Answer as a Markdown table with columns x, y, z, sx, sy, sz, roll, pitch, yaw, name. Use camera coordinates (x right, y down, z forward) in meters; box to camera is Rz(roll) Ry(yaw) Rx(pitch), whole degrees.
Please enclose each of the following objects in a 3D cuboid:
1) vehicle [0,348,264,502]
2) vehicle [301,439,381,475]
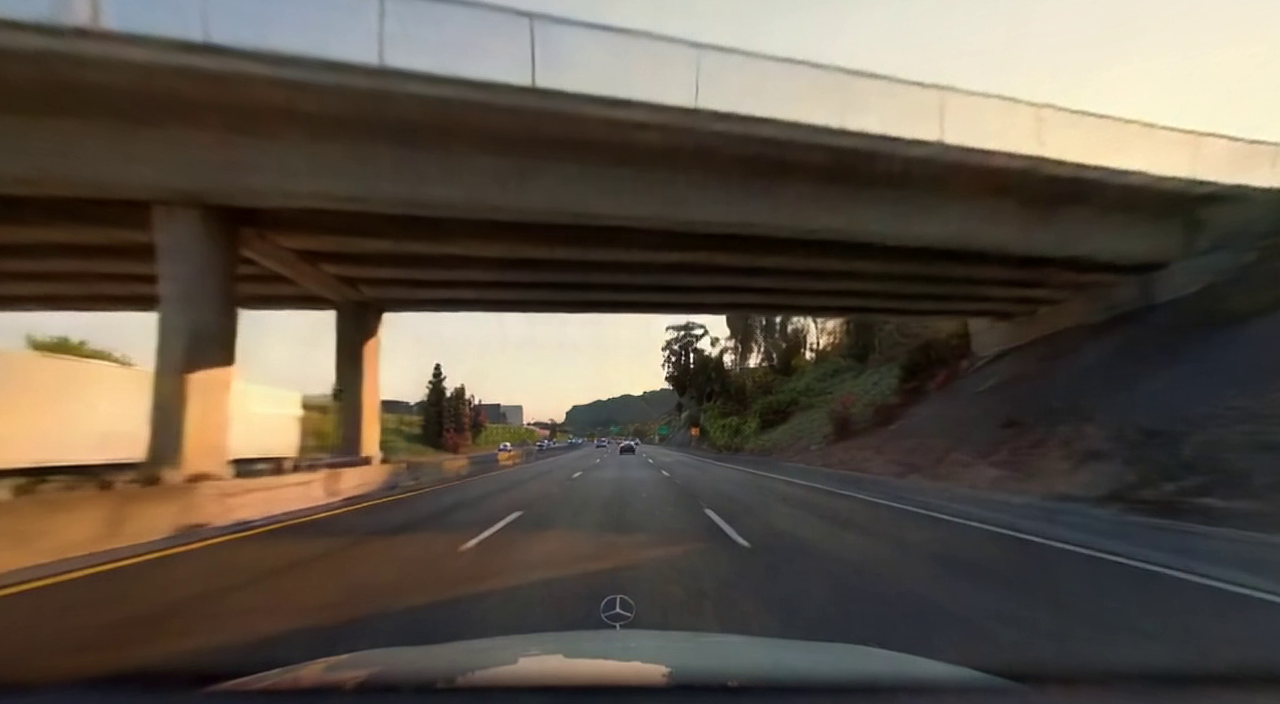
| x | y | z | sx | sy | sz | roll | pitch | yaw | name |
| --- | --- | --- | --- | --- | --- | --- | --- | --- | --- |
| -16.508 | 2.159 | 18.082 | 2.982 | 3.570 | 14.255 | 0 | -8 | -1 | vehicle |
| -12.881 | 4.511 | 27.409 | 1.765 | 1.408 | 3.539 | 0 | -8 | -1 | vehicle |
